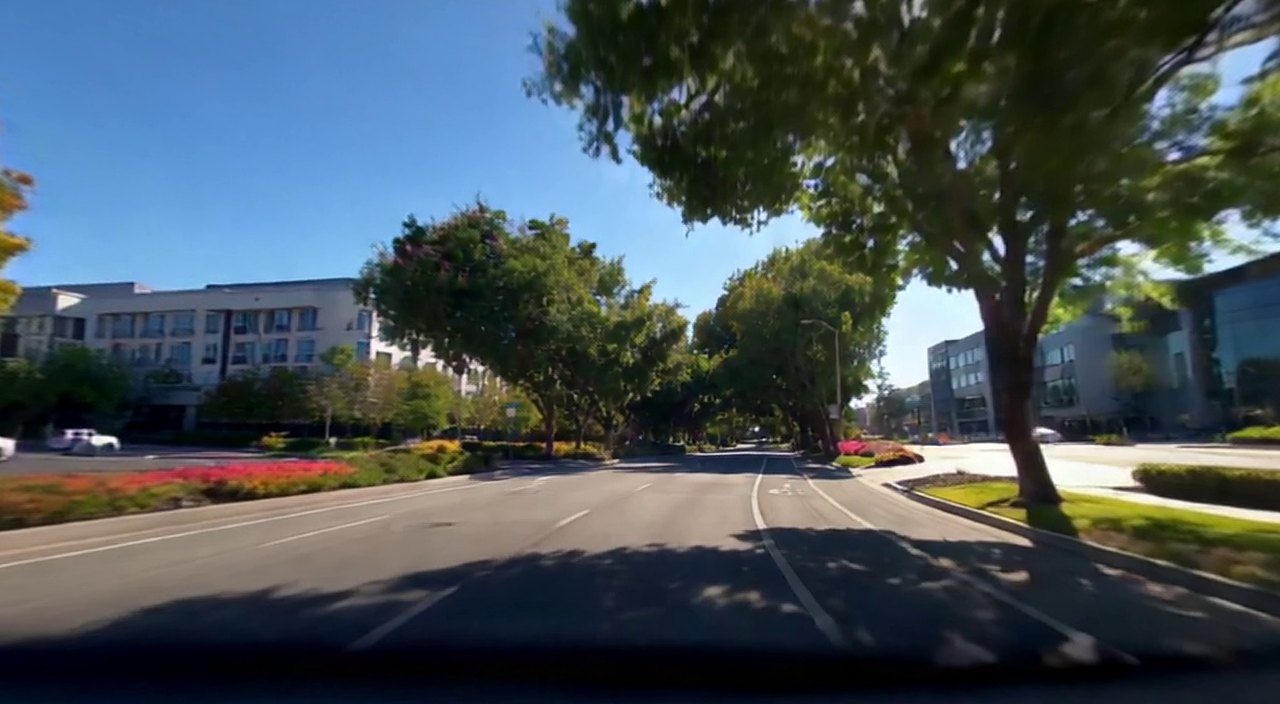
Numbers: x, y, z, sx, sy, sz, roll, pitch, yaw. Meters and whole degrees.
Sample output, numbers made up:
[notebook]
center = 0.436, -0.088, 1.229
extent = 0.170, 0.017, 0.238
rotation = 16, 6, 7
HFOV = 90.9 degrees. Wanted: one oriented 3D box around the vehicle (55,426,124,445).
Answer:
[vehicle]
center = -43.387, 6.613, 49.738
extent = 1.682, 1.478, 3.747
rotation = -1, -8, 11
